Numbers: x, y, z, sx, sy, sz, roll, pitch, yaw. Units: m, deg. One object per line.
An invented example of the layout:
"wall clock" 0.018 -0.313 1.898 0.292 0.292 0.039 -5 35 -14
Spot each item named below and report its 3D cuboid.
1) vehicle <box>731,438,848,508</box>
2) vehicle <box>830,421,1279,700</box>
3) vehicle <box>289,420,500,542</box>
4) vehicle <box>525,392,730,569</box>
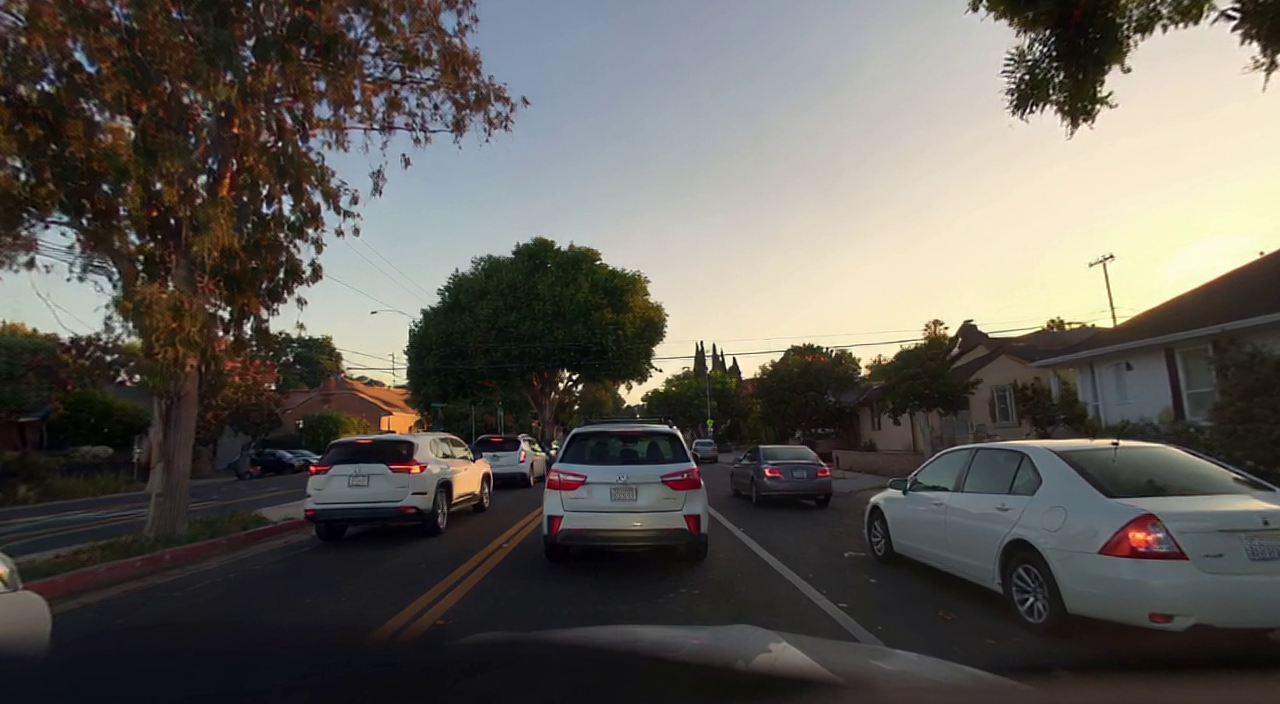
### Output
"vehicle" 3.498 2.900 15.603 1.880 1.476 3.932 0 -8 -1
"vehicle" 3.475 1.463 5.770 1.977 1.480 4.589 0 -8 -1
"vehicle" -3.716 2.016 10.528 1.864 1.576 4.324 0 -8 -2
"vehicle" -0.220 1.671 8.916 2.164 1.867 4.254 0 -8 -3
